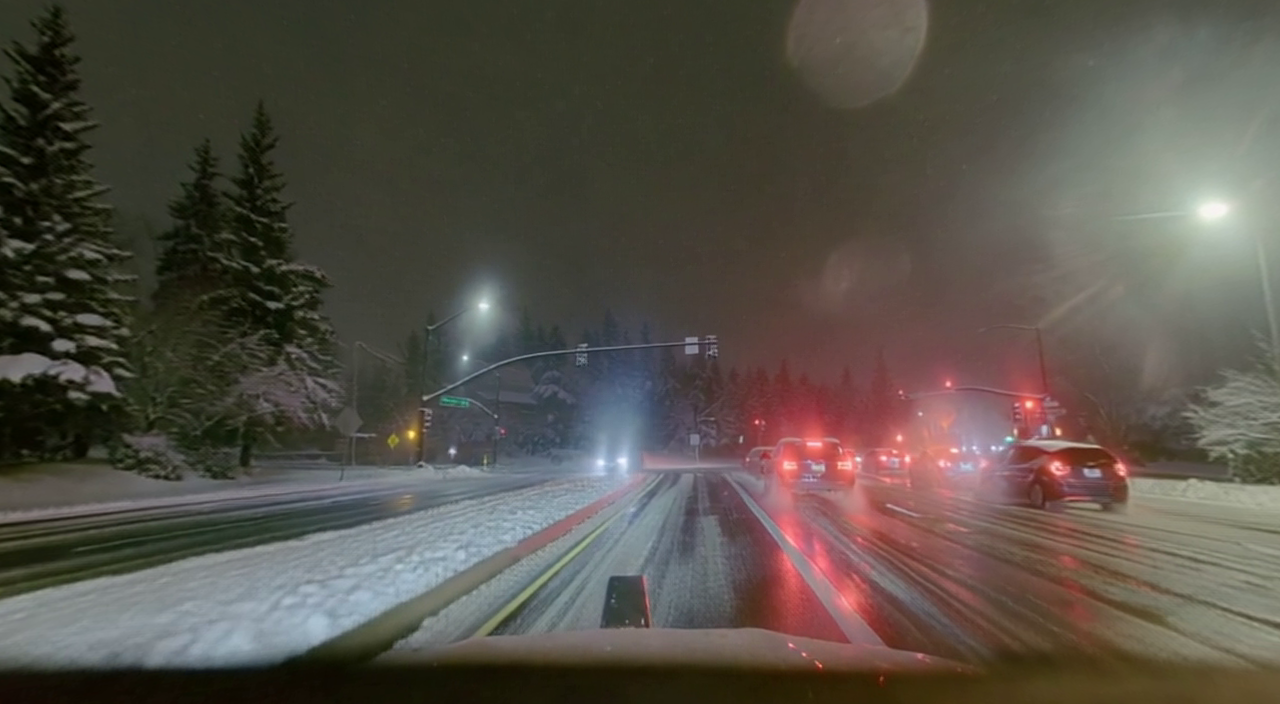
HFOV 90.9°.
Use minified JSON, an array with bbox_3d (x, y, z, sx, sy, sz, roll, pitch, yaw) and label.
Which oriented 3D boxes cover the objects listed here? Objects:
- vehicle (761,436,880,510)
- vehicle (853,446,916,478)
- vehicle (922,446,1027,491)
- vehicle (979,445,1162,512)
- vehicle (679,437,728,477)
[{"bbox_3d":[4.291,2.913,15.710,2.078,1.578,4.107,-1,-8,6],"label":"vehicle"},{"bbox_3d":[12.615,5.678,32.761,1.901,1.484,4.093,-1,-8,4],"label":"vehicle"},{"bbox_3d":[12.345,4.283,23.622,1.842,1.466,4.379,-1,-8,5],"label":"vehicle"},{"bbox_3d":[10.641,3.101,16.062,1.884,1.422,4.262,-1,-8,4],"label":"vehicle"},{"bbox_3d":[3.080,5.153,31.278,2.245,1.800,4.522,-1,-8,4],"label":"vehicle"}]
